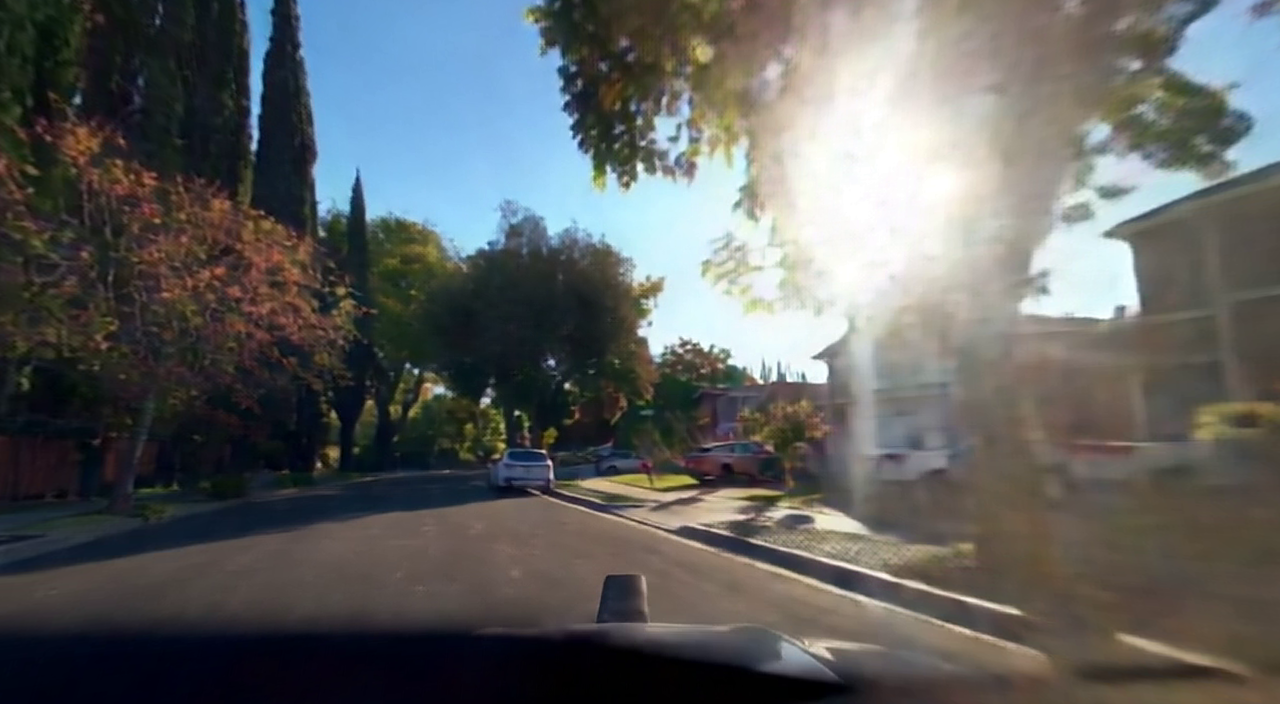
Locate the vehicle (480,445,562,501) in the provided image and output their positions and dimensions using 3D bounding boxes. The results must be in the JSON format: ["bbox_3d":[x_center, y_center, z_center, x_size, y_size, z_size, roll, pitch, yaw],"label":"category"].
[{"bbox_3d":[-4.351,4.200,22.390,2.163,1.760,4.591,3,-9,-19],"label":"vehicle"}]

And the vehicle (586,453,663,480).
[{"bbox_3d":[-0.960,6.790,37.280,4.457,1.510,1.762,1,-8,-3],"label":"vehicle"}]
